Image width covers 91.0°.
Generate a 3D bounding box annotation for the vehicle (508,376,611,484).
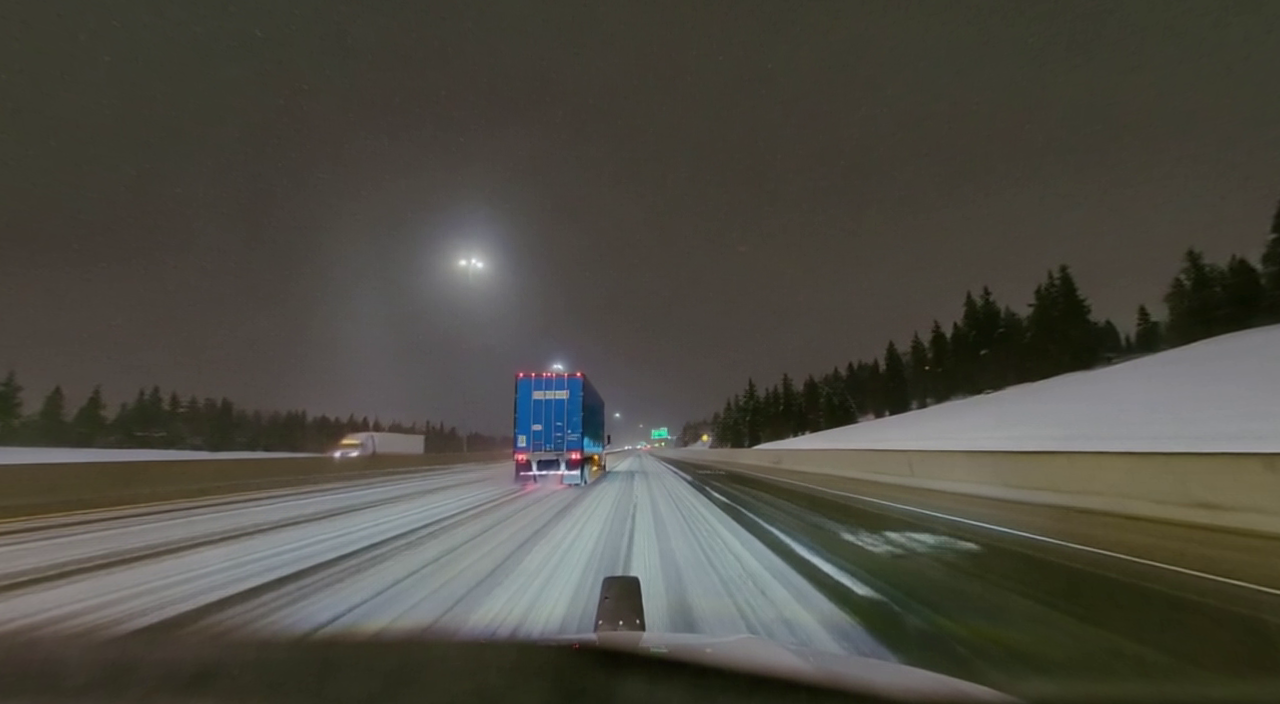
[{"bbox_3d":[-3.199,3.685,28.681,3.059,3.956,11.036,0,-9,1],"label":"vehicle"}]
